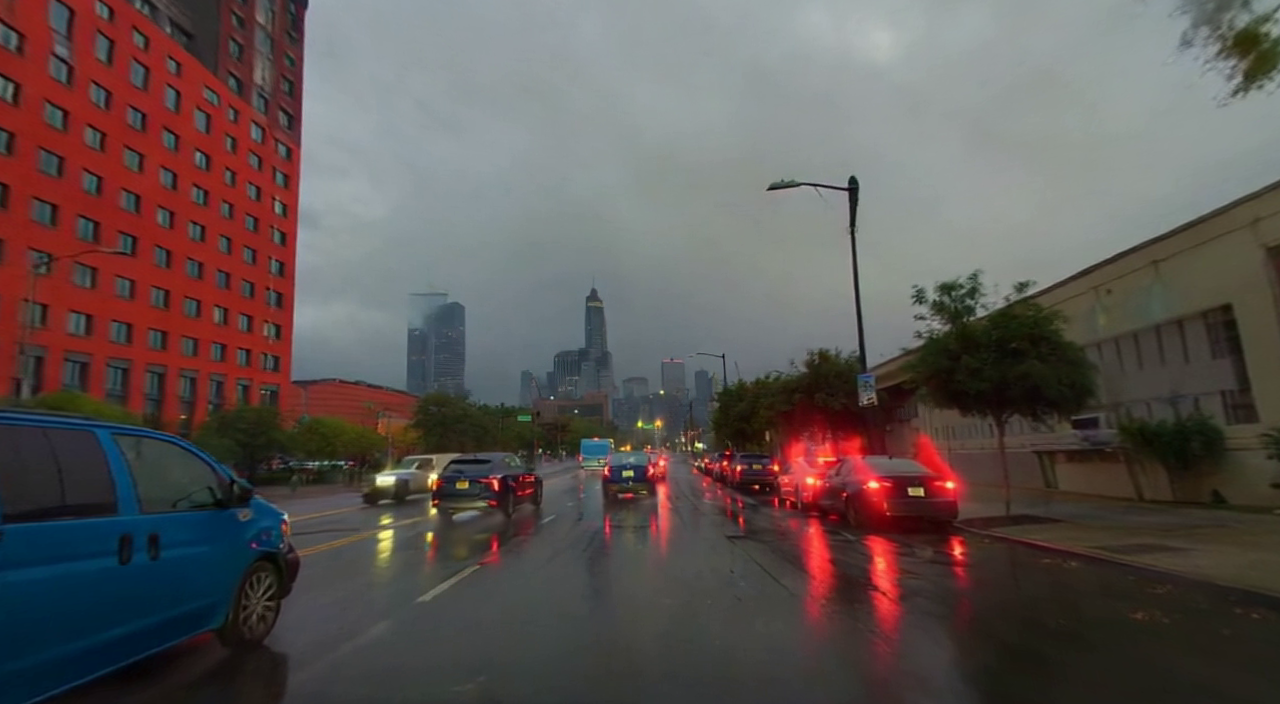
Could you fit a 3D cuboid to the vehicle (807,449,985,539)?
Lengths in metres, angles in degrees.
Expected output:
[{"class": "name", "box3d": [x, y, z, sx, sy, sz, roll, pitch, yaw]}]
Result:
[{"class": "vehicle", "box3d": [4.889, 2.732, 12.762, 1.832, 1.491, 4.054, 1, -9, -1]}]

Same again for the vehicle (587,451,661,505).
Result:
[{"class": "vehicle", "box3d": [-0.426, 3.999, 20.441, 2.152, 1.518, 4.113, 0, -9, 1]}]

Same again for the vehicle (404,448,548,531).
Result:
[{"class": "vehicle", "box3d": [-3.494, 2.997, 14.420, 1.995, 1.554, 4.426, 0, -9, 2]}]

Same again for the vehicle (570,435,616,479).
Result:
[{"class": "vehicle", "box3d": [-3.289, 7.585, 45.903, 2.609, 2.932, 6.810, 0, -9, 1]}]

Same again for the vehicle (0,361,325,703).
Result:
[{"class": "vehicle", "box3d": [-3.736, 0.962, 2.844, 2.140, 1.768, 4.685, 0, -9, 0]}]

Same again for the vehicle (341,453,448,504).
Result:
[{"class": "vehicle", "box3d": [-9.330, 4.815, 24.485, 2.099, 1.730, 4.829, 0, -9, 1]}]
